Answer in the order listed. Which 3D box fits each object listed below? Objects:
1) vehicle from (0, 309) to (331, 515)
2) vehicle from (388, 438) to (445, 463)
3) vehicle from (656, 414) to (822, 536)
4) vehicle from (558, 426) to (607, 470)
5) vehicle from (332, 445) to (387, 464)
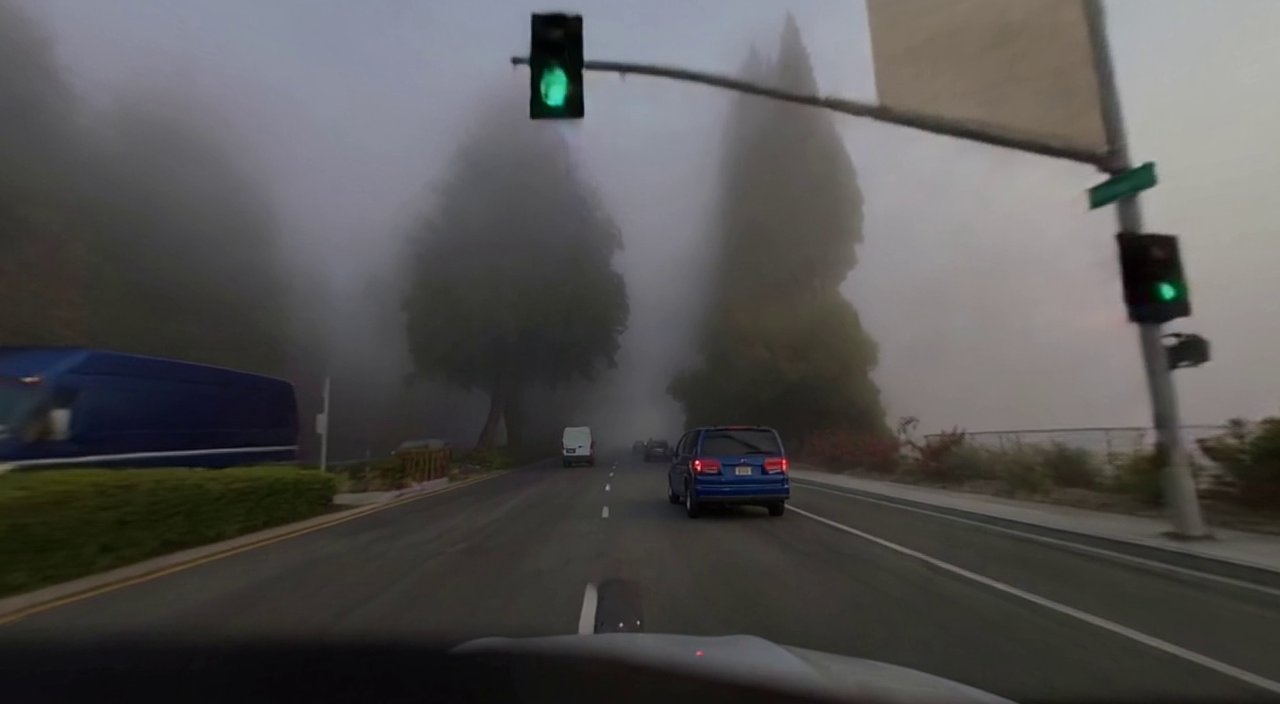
[{"bbox_3d":[-12.754,1.879,17.144,3.206,3.740,11.455,0,-8,-1],"label":"vehicle"},{"bbox_3d":[-13.307,5.880,37.897,1.841,1.407,4.736,0,-8,-2],"label":"vehicle"},{"bbox_3d":[1.448,2.015,10.966,1.965,1.671,4.146,0,-8,-3],"label":"vehicle"},{"bbox_3d":[-2.815,4.822,31.925,2.228,2.054,4.309,0,-8,-1],"label":"vehicle"},{"bbox_3d":[-17.661,6.442,39.967,1.731,1.110,4.413,0,-8,-4],"label":"vehicle"}]
